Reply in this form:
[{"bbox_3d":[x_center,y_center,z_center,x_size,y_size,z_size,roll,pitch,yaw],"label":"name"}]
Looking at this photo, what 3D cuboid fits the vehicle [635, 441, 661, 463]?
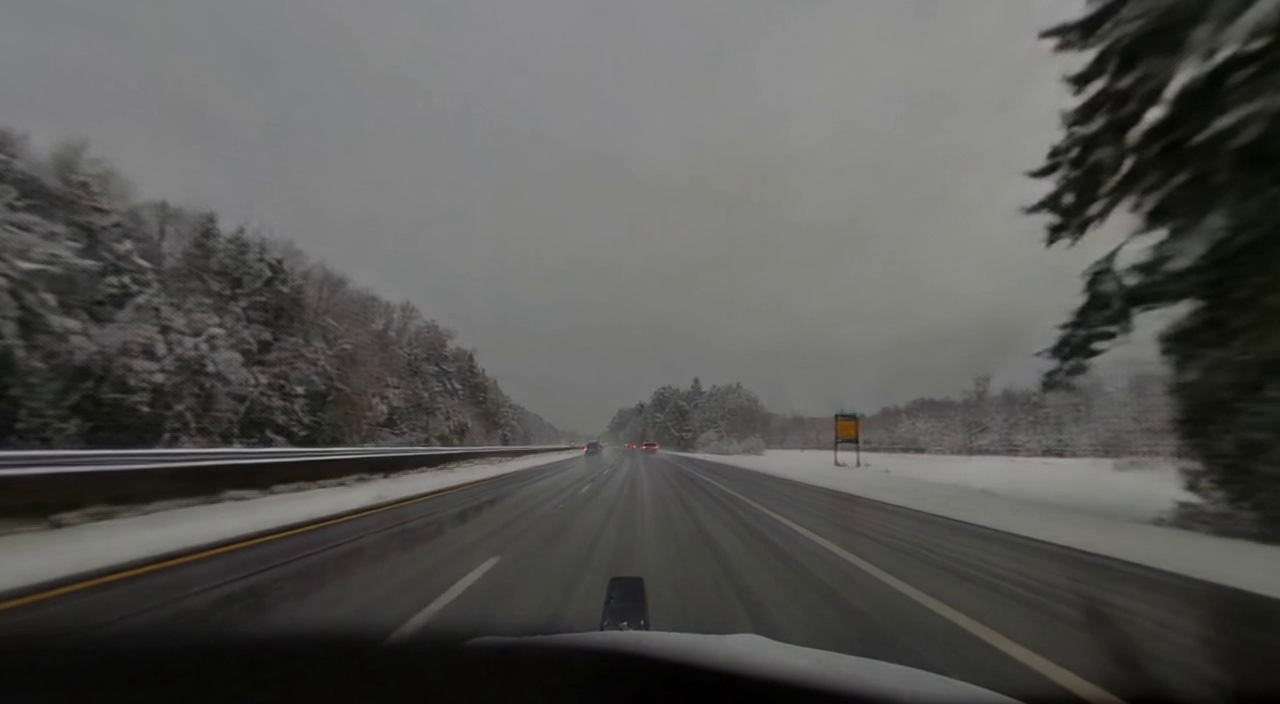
[{"bbox_3d":[0.584,7.650,48.287,1.966,1.542,3.979,0,-8,0],"label":"vehicle"}]
